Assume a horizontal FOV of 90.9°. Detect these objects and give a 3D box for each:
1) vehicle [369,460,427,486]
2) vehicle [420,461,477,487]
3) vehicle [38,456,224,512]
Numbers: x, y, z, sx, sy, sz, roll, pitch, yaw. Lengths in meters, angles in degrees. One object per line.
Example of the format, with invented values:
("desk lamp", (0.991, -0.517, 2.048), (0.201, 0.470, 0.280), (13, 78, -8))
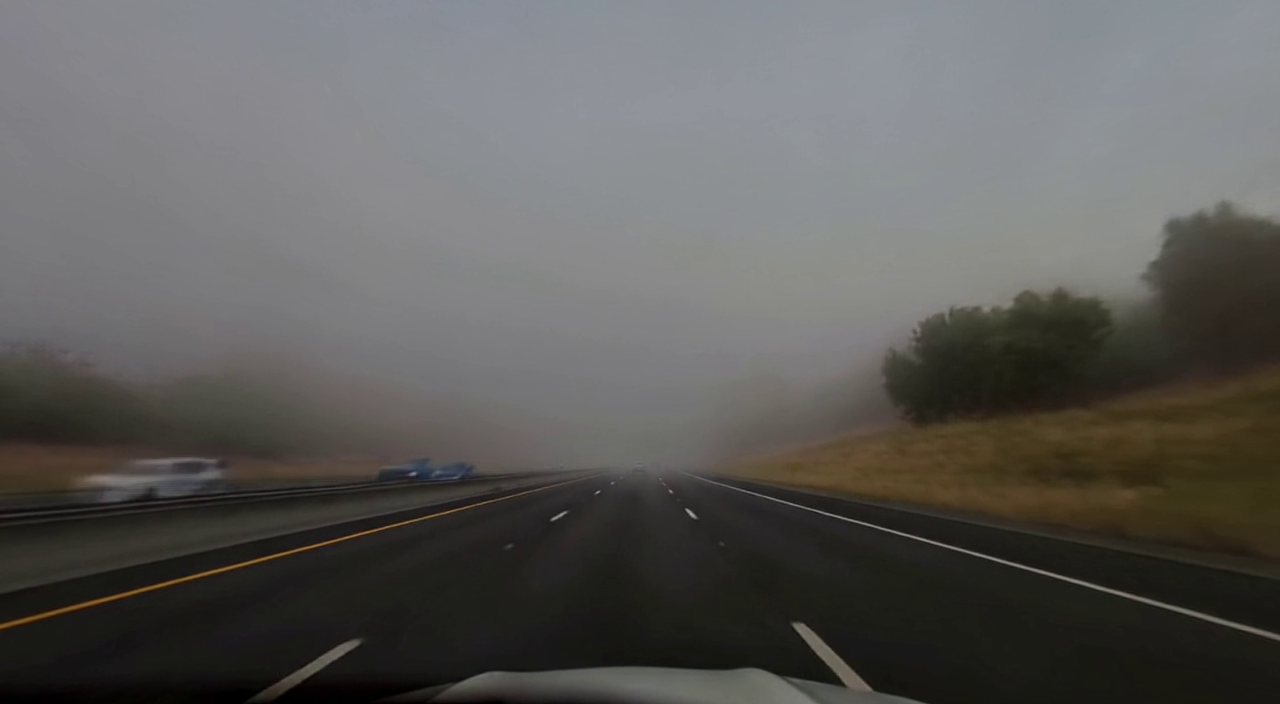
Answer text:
("vehicle", (-15.630, 7.818, 40.923), (1.926, 1.550, 4.360), (1, -11, 1))
("vehicle", (-11.600, 7.460, 38.554), (1.995, 1.470, 4.593), (1, -11, 1))
("vehicle", (-15.463, 4.037, 19.560), (1.923, 1.469, 4.556), (1, -11, 0))
